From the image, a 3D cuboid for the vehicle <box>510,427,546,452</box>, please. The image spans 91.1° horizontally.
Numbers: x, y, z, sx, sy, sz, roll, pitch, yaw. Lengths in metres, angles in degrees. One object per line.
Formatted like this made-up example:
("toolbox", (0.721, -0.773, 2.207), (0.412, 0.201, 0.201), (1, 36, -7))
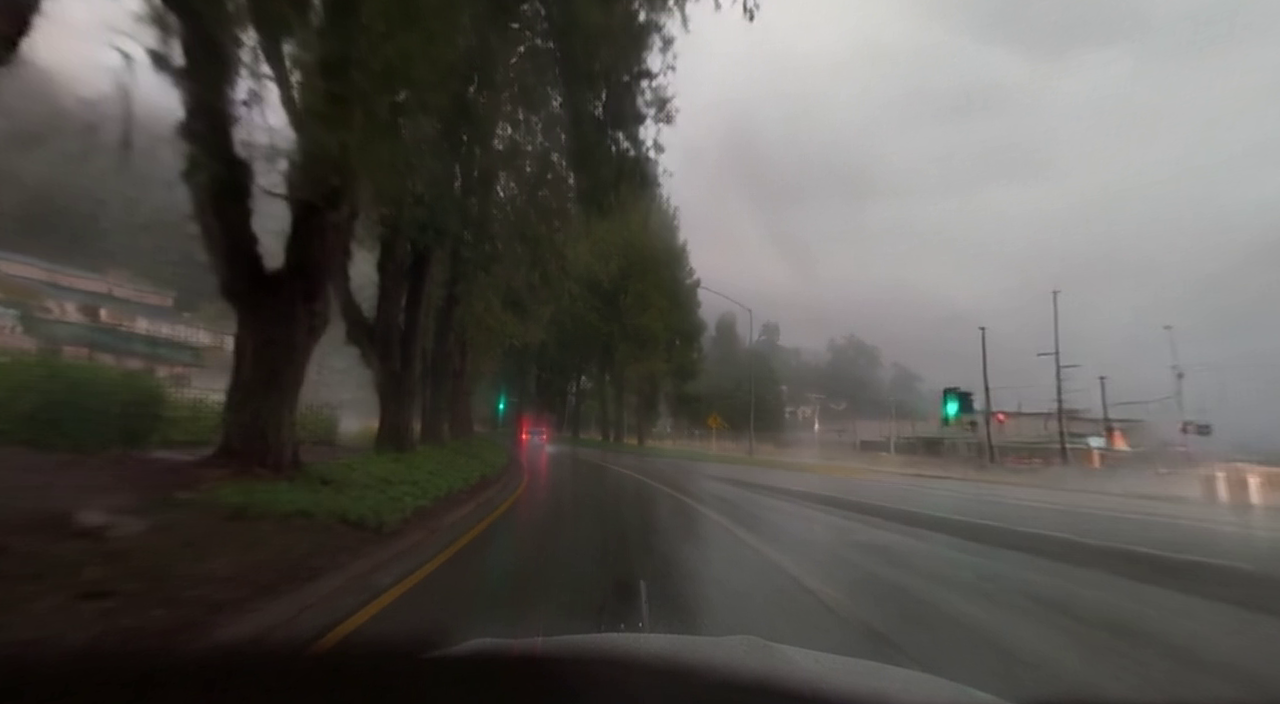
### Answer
("vehicle", (-8.204, 6.381, 45.751), (1.947, 1.729, 4.051), (2, -9, -18))
